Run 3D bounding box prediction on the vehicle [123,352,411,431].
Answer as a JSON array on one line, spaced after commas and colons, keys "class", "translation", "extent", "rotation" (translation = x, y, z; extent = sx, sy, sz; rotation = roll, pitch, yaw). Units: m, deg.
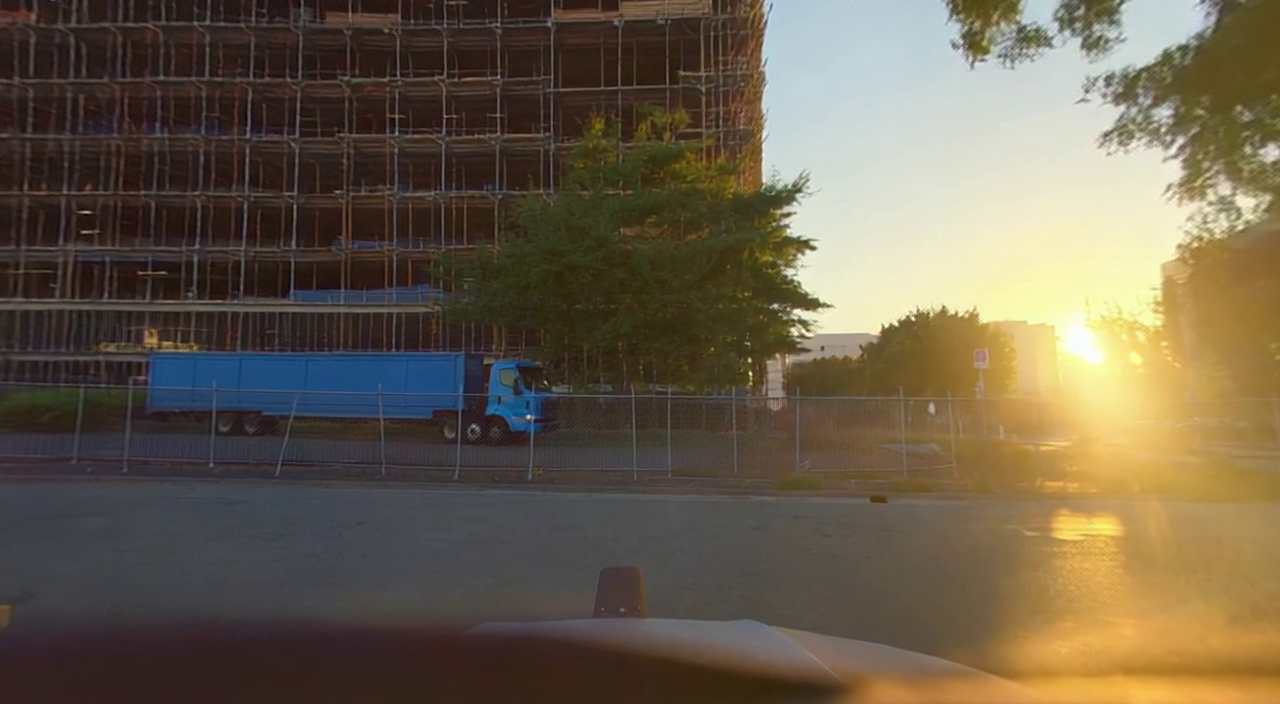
[{"class": "vehicle", "translation": [-21.205, 2.497, 37.041], "extent": [14.067, 4.099, 2.832], "rotation": [2, -8, -13]}]
